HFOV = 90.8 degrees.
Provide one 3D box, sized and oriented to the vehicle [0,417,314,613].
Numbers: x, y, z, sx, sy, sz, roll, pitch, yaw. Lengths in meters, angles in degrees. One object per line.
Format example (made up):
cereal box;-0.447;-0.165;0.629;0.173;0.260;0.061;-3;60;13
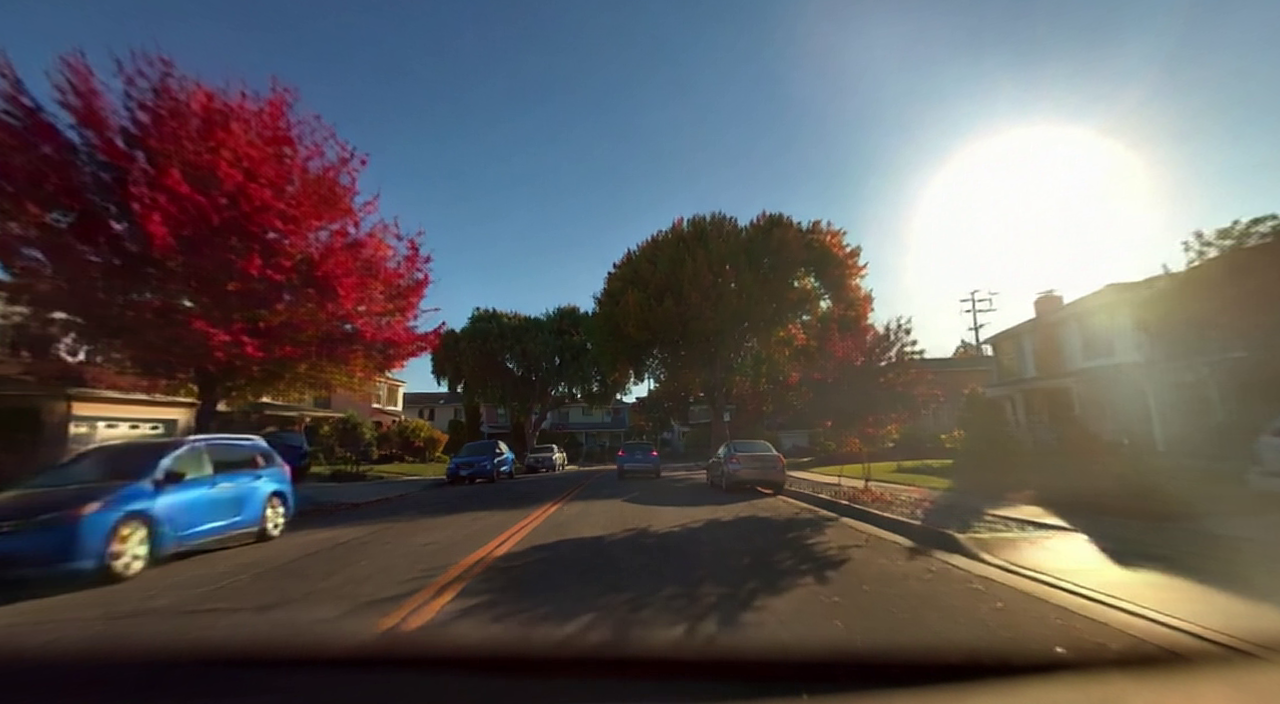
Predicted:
vehicle;-6.597;1.858;8.276;2.254;1.773;4.795;-2;-7;-2

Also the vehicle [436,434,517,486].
vehicle;-6.716;4.500;26.528;2.235;1.851;4.662;-2;-9;0

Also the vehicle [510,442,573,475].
vehicle;-5.986;6.560;39.131;2.641;1.747;4.738;-4;-8;6

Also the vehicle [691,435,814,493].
vehicle;3.133;3.257;18.772;2.429;1.502;4.474;1;-9;-6

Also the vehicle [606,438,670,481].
vehicle;-0.018;3.974;23.629;2.192;1.474;4.192;0;-8;1
